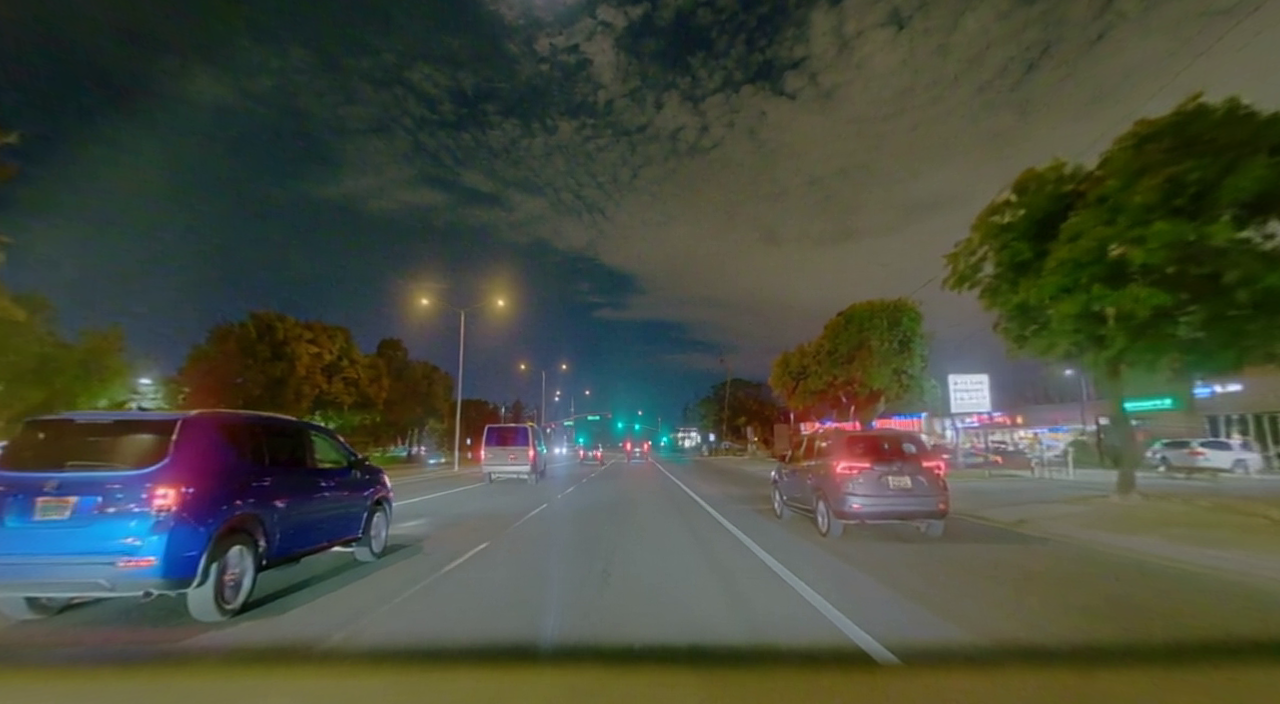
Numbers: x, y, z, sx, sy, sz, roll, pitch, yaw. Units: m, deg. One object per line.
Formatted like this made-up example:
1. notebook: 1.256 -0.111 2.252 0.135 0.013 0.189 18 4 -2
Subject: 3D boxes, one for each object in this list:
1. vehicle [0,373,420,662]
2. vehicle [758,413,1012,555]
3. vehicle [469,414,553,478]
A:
1. vehicle: -3.935 1.322 6.055 2.038 1.748 4.303 0 -9 0
2. vehicle: 3.584 2.044 10.483 2.167 1.792 4.835 0 -9 -1
3. vehicle: -5.728 4.323 29.008 2.863 2.592 6.410 1 -9 -4
